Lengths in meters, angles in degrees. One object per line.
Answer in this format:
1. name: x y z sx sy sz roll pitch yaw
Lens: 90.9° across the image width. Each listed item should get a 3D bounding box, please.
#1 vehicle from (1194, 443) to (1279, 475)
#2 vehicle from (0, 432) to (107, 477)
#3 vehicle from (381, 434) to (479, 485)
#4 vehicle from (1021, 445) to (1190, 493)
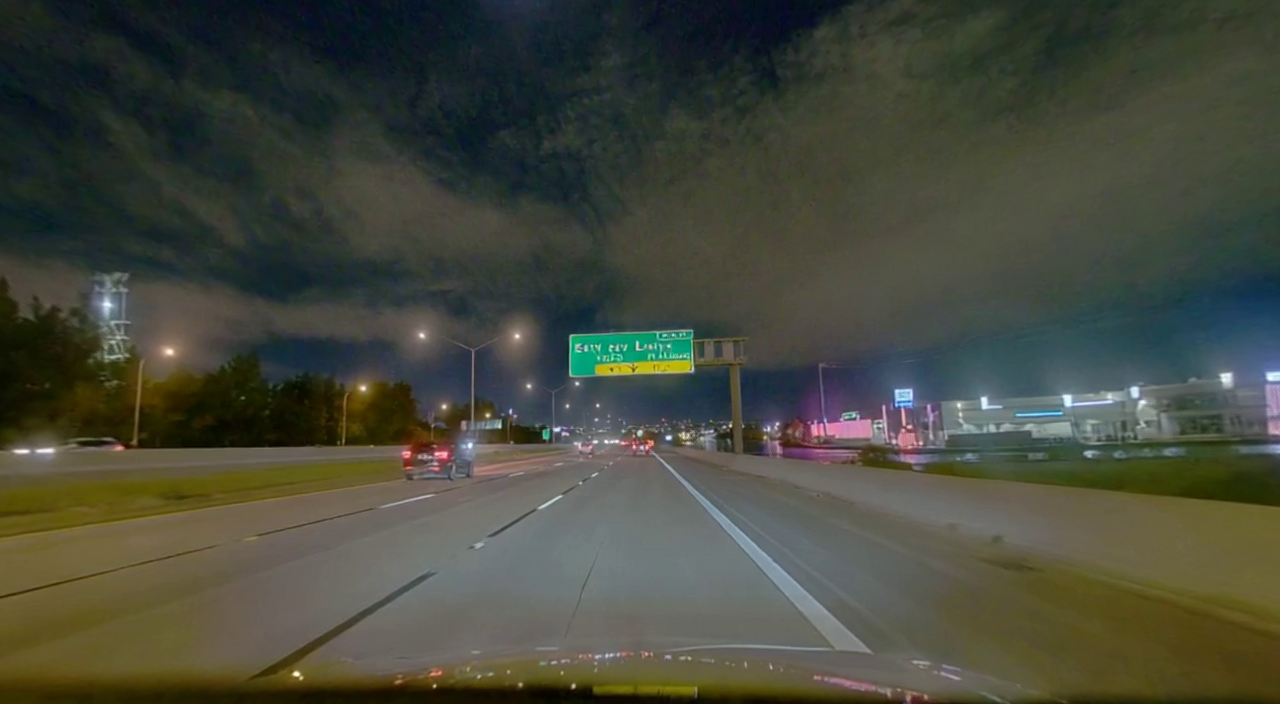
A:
1. vehicle: 36.382 6.210 36.882 5.943 1.764 2.142 0 -8 -2
2. vehicle: -27.189 4.608 28.540 2.093 1.851 4.539 0 -8 1
3. vehicle: -7.121 3.675 21.845 1.946 1.590 4.042 0 -8 1
4. vehicle: 20.479 5.140 27.961 5.538 2.013 2.332 0 -8 2
